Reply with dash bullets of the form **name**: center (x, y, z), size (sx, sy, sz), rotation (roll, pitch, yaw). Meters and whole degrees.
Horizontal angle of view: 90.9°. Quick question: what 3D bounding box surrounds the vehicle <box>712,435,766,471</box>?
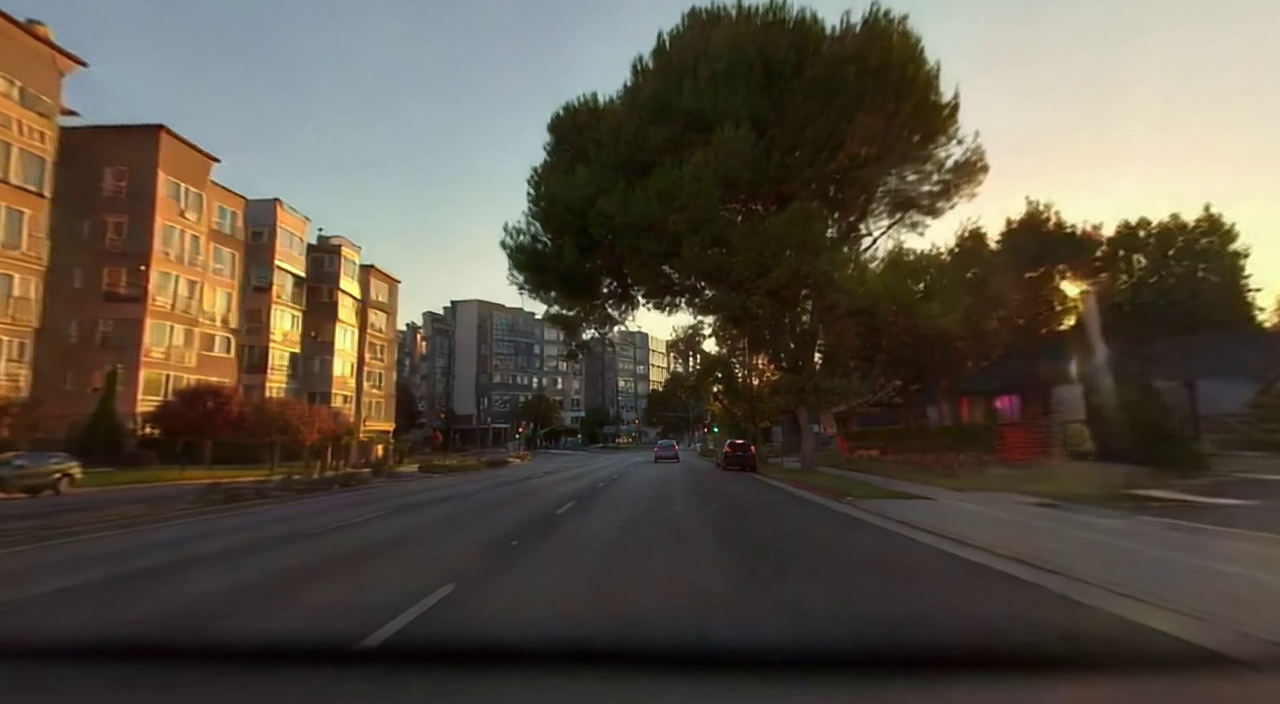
- **vehicle**: center (4.911, 5.110, 31.976), size (2.121, 1.659, 4.675), rotation (0, -8, 2)

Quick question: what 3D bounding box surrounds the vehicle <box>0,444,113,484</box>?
- **vehicle**: center (-24.820, 4.635, 26.284), size (1.841, 1.493, 4.335), rotation (-2, -9, 2)

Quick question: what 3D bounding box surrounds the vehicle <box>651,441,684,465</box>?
- **vehicle**: center (1.690, 6.106, 38.410), size (1.871, 1.370, 4.206), rotation (-1, -8, 3)
